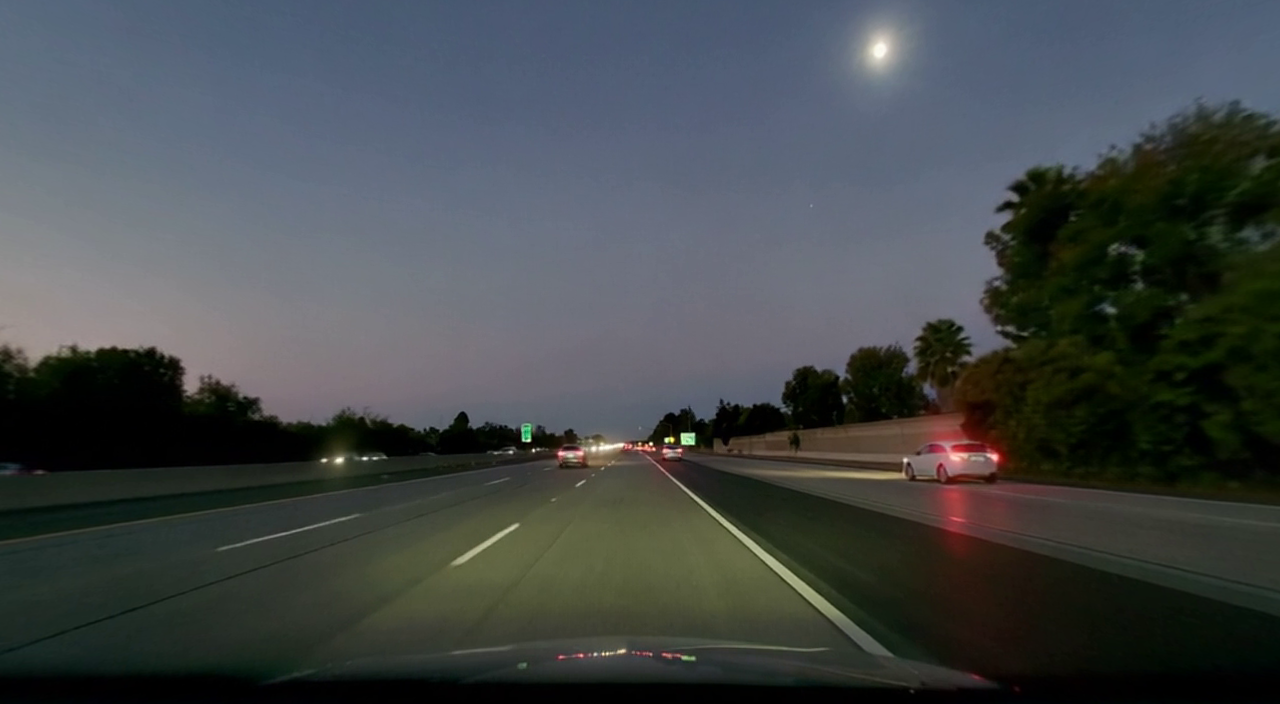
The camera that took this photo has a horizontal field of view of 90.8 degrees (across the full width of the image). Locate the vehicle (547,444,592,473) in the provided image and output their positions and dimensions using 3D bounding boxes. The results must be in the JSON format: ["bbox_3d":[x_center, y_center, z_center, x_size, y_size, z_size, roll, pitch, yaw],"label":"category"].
[{"bbox_3d":[-3.940,6.033,36.006,2.052,1.510,4.301,0,-9,0],"label":"vehicle"}]

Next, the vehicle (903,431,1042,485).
[{"bbox_3d":[12.240,3.964,23.799,2.344,1.783,5.196,0,-9,-1],"label":"vehicle"}]
